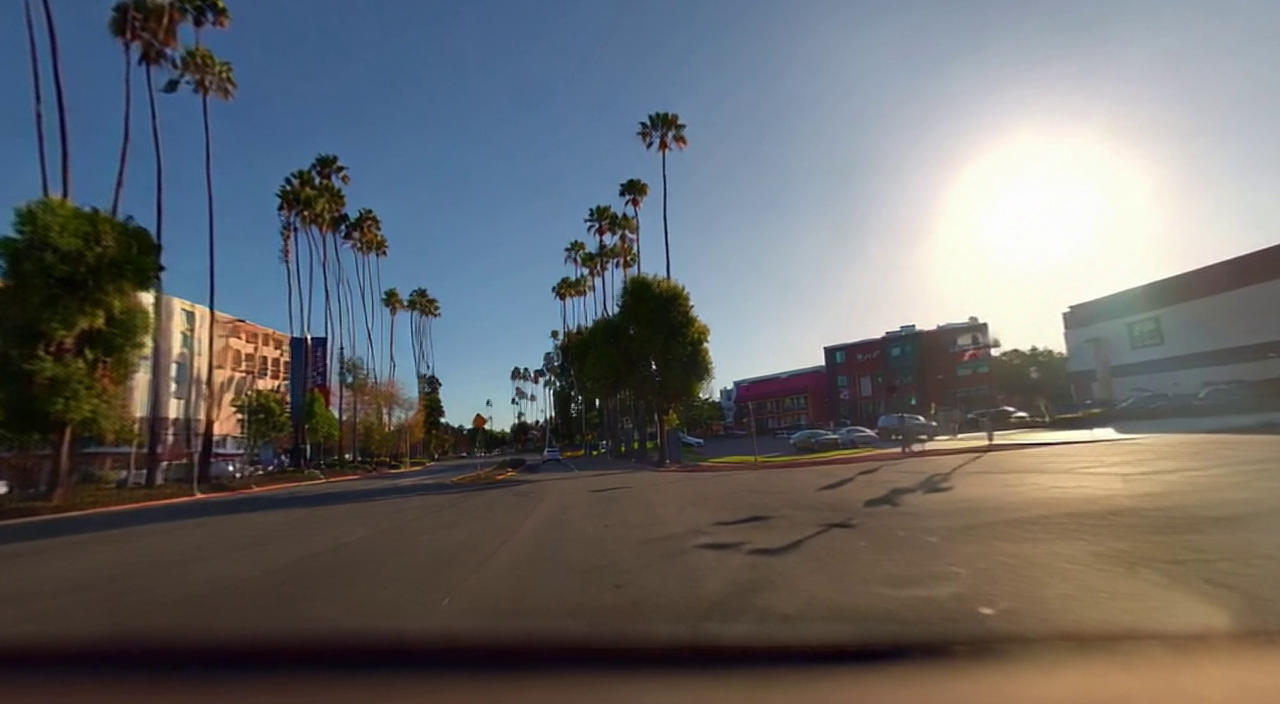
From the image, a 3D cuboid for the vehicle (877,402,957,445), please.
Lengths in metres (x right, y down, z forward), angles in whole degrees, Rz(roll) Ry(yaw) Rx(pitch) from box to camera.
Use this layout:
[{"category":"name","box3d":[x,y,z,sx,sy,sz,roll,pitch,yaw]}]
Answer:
[{"category":"vehicle","box3d":[15.336,4.071,35.153,2.237,1.962,5.424,-9,-9,5]}]

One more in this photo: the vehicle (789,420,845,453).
[{"category":"vehicle","box3d":[9.857,4.810,35.324,2.196,1.715,4.918,-1,-9,6]}]

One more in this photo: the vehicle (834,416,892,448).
[{"category":"vehicle","box3d":[12.441,4.539,35.311,2.065,1.687,4.584,-1,-9,7]}]
